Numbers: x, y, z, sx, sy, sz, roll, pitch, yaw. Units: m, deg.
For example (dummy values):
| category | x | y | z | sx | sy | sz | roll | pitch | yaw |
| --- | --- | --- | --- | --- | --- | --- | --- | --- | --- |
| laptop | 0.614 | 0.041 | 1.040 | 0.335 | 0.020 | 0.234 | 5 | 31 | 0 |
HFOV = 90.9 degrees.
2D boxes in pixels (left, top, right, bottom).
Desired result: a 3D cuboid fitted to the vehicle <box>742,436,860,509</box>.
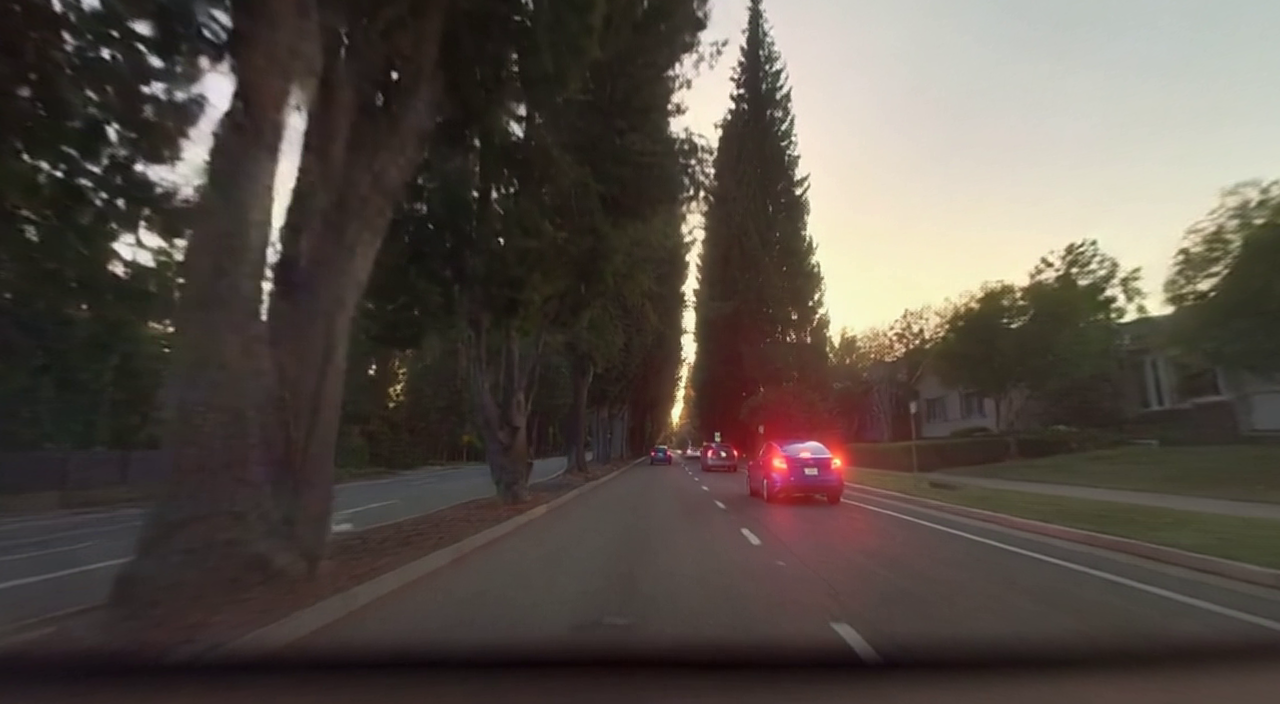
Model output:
| category | x | y | z | sx | sy | sz | roll | pitch | yaw |
| --- | --- | --- | --- | --- | --- | --- | --- | --- | --- |
| vehicle | 3.996 | 3.034 | 16.416 | 2.052 | 1.639 | 4.123 | 0 | -8 | 1 |

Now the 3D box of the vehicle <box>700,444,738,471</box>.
| category | x | y | z | sx | sy | sz | roll | pitch | yaw |
| --- | --- | --- | --- | --- | --- | --- | --- | --- | --- |
| vehicle | 5.175 | 6.971 | 41.826 | 2.110 | 1.666 | 3.912 | 0 | -8 | 2 |
